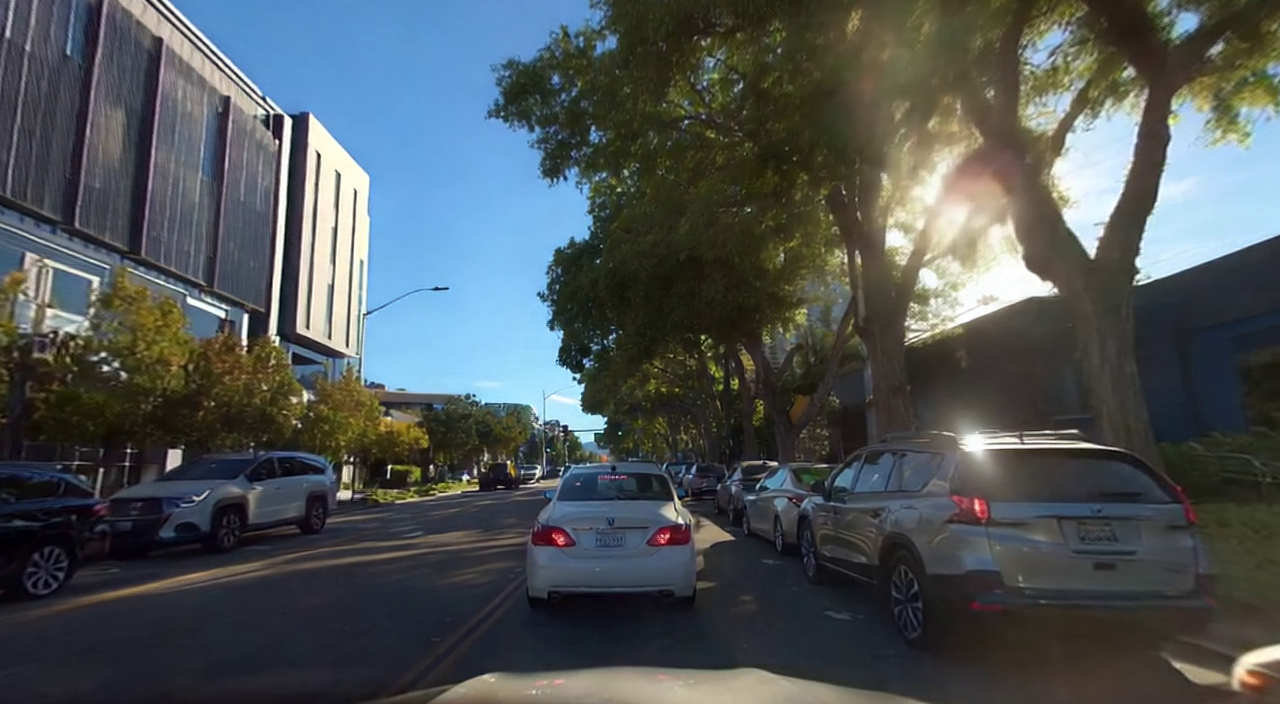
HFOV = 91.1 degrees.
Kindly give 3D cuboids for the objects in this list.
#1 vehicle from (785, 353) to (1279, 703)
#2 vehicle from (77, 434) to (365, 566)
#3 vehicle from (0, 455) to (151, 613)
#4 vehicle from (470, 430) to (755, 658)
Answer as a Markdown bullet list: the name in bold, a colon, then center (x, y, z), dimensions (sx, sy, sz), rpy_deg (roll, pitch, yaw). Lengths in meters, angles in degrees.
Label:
- **vehicle**: center (2.713, 1.371, 5.312), dimensions (1.868, 1.920, 4.501), rpy_deg (1, -10, 0)
- **vehicle**: center (-6.826, 2.541, 11.059), dimensions (1.994, 1.701, 4.520), rpy_deg (-3, -12, -1)
- **vehicle**: center (-6.968, 1.631, 5.522), dimensions (1.900, 1.471, 4.202), rpy_deg (1, -10, 0)
- **vehicle**: center (-0.175, 1.705, 6.381), dimensions (2.018, 1.583, 3.646), rpy_deg (1, -10, 1)
